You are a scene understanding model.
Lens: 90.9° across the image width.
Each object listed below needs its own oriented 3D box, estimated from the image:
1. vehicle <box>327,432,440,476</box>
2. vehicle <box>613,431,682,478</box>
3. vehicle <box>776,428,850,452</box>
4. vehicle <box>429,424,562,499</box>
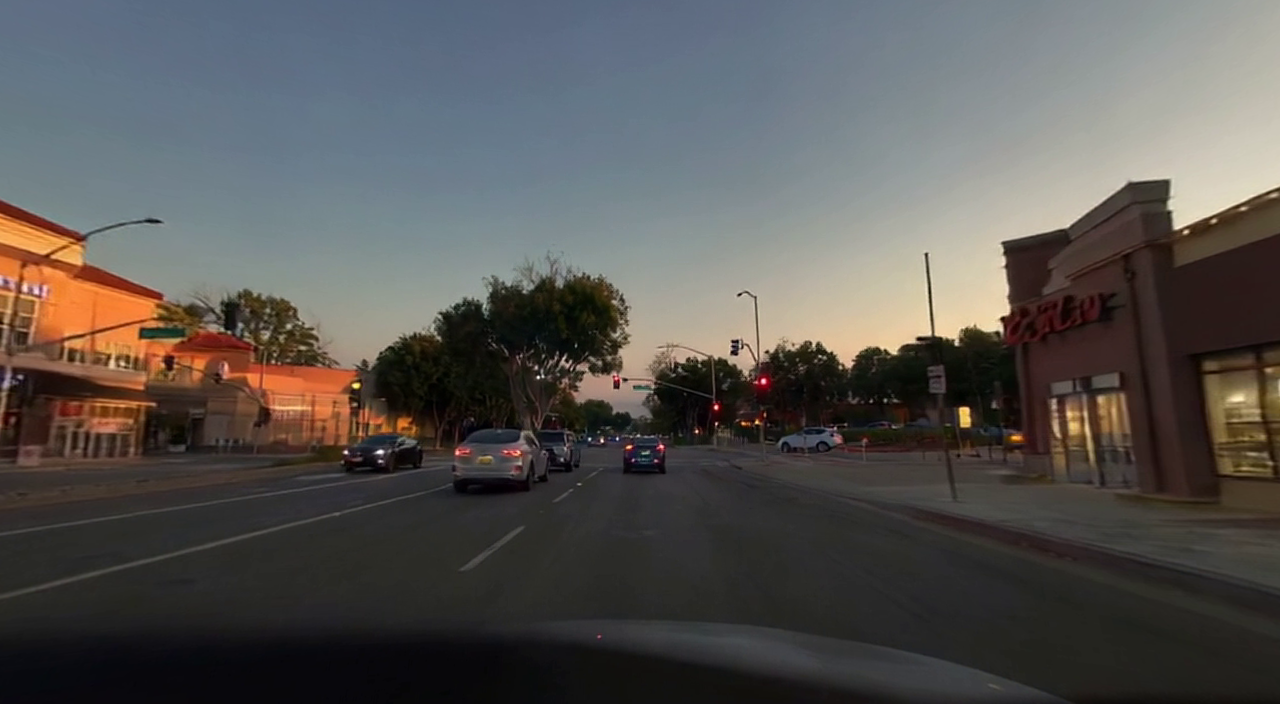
[{"bbox_3d":[-9.469,3.818,23.745,2.096,1.474,4.585,-1,-8,3],"label":"vehicle"},{"bbox_3d":[0.334,3.621,22.681,2.258,1.507,3.896,-1,-7,3],"label":"vehicle"},{"bbox_3d":[13.133,6.722,48.057,5.032,1.762,1.982,0,-8,0],"label":"vehicle"},{"bbox_3d":[-3.255,2.584,15.213,2.029,1.517,4.375,0,-8,2],"label":"vehicle"}]
